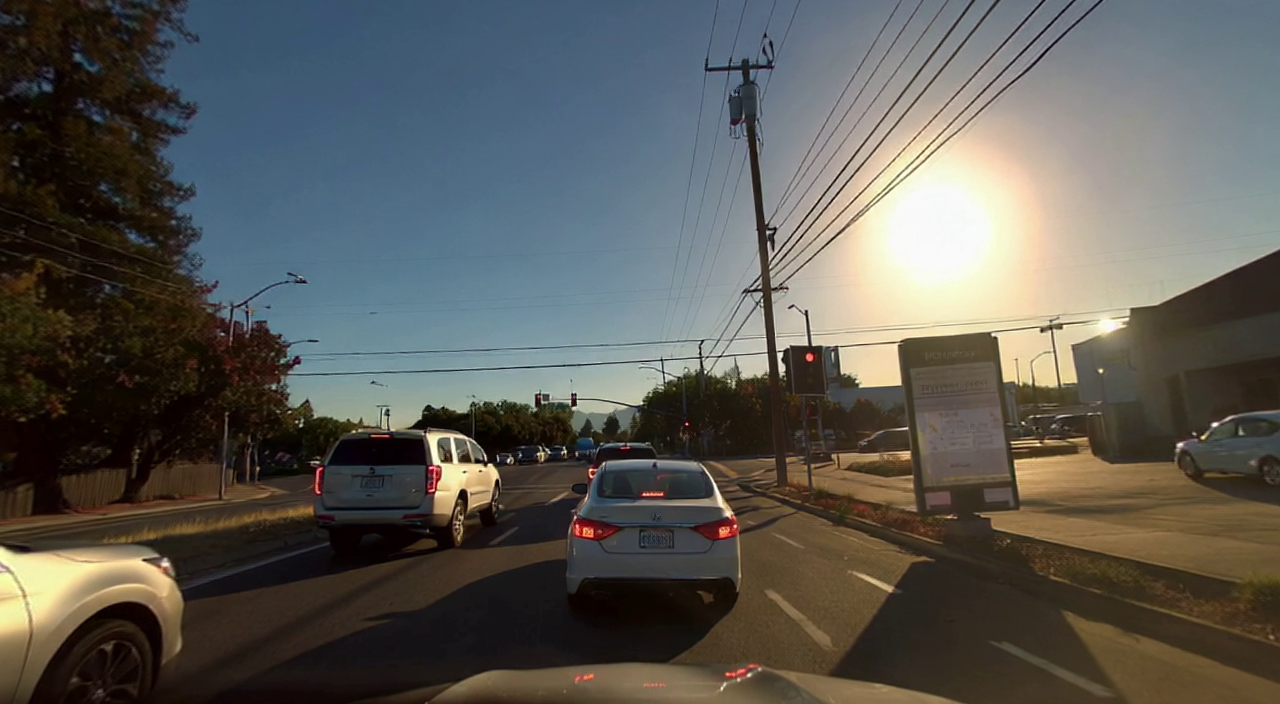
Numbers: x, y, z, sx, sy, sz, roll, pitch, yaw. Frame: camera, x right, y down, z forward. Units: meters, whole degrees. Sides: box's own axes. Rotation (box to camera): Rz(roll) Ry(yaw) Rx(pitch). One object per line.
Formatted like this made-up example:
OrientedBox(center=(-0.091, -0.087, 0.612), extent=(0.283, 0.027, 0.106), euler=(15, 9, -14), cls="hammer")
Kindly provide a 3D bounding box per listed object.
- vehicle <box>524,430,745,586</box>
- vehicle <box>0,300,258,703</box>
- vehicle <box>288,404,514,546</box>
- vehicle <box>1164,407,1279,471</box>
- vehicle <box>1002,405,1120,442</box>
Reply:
OrientedBox(center=(-0.106, 1.800, 8.138), extent=(2.121, 1.474, 3.968), euler=(0, -8, -2), cls="vehicle")
OrientedBox(center=(-3.590, 0.630, 1.521), extent=(2.085, 1.943, 5.053), euler=(0, -8, 1), cls="vehicle")
OrientedBox(center=(-3.847, 2.086, 11.367), extent=(2.147, 1.963, 4.927), euler=(0, -8, -1), cls="vehicle")
OrientedBox(center=(17.018, 2.542, 18.268), extent=(1.858, 1.622, 4.491), euler=(-5, -10, 28), cls="vehicle")
OrientedBox(center=(26.888, 4.630, 40.508), extent=(5.782, 2.286, 2.223), euler=(-1, -9, 5), cls="vehicle")
